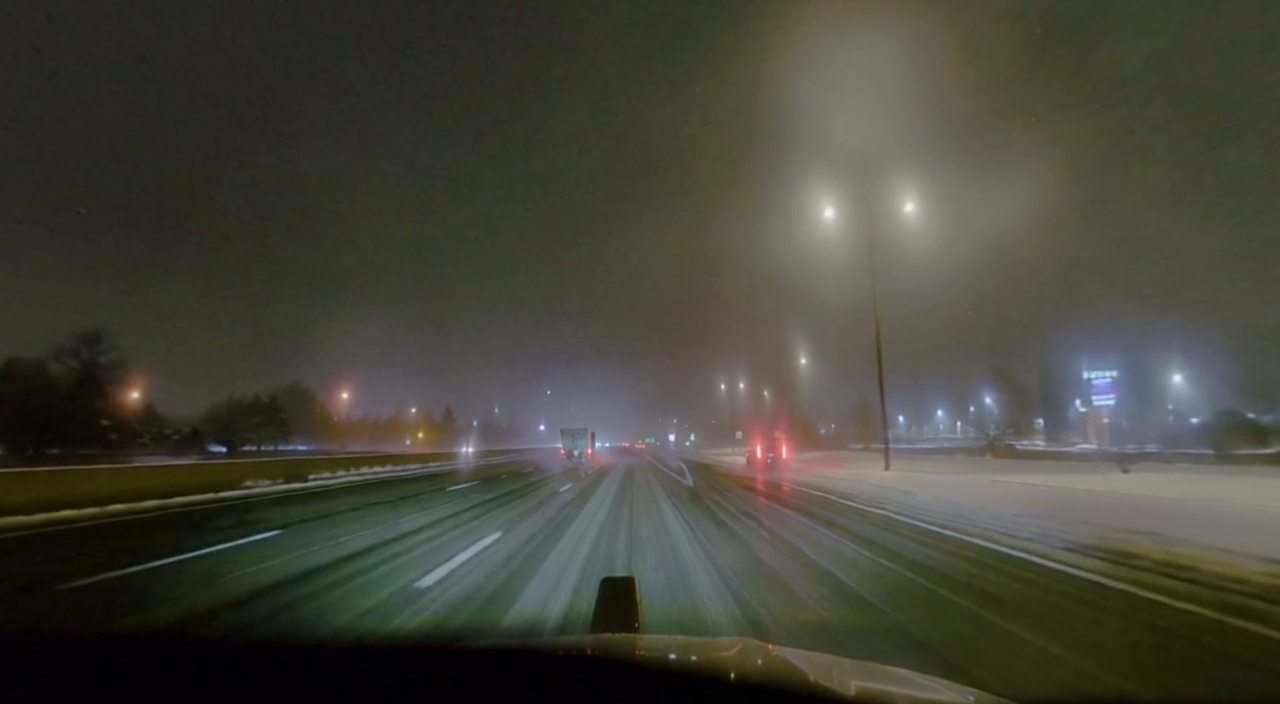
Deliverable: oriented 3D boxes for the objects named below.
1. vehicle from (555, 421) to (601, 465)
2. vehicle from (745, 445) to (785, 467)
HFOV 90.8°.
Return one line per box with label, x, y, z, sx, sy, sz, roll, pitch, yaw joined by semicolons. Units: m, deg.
vehicle;-4.411;6.698;46.227;2.881;2.937;7.045;0;-9;-2
vehicle;8.822;7.380;45.047;2.035;1.491;4.246;0;-9;1
